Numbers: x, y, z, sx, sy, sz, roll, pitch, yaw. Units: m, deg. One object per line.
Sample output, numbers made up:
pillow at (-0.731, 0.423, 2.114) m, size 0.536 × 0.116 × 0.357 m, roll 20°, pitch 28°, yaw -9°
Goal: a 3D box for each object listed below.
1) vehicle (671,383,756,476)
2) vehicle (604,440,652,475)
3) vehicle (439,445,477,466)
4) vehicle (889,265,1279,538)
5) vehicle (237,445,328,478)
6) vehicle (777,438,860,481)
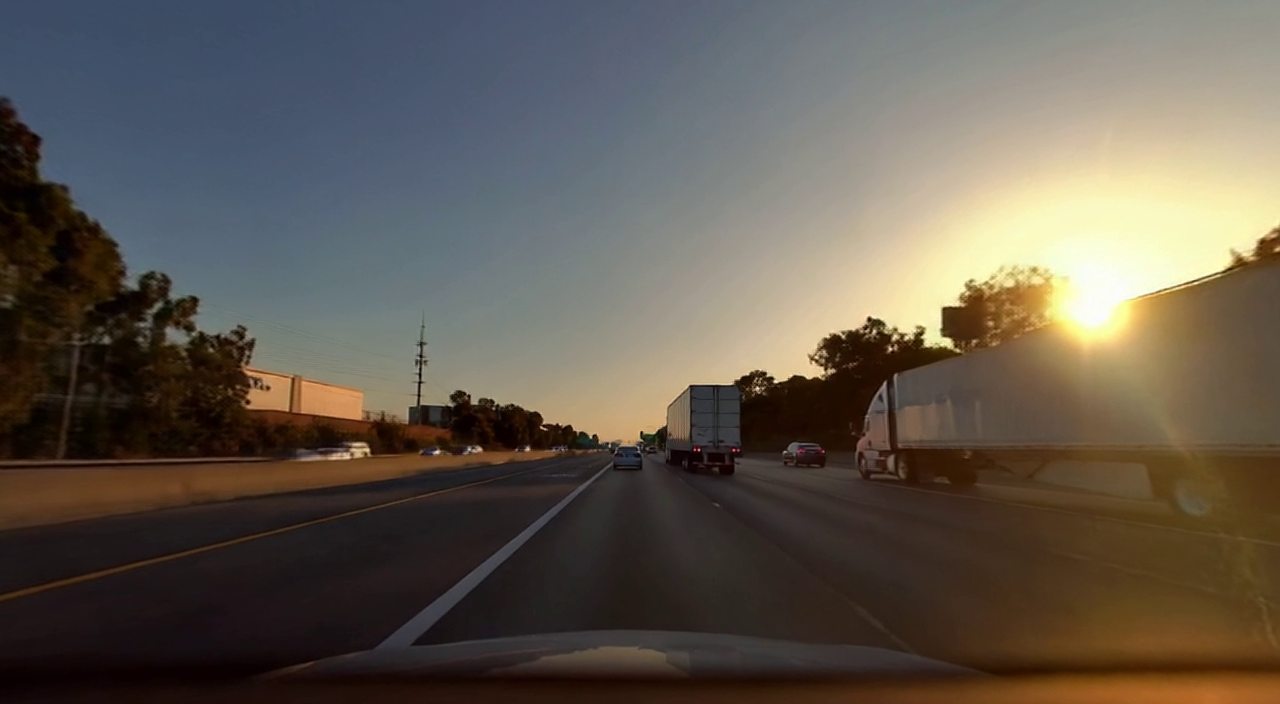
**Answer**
vehicle at (3.505, 4.211, 33.425) m, size 2.999 × 4.127 × 10.526 m, roll 0°, pitch -9°, yaw -1°
vehicle at (-0.565, 5.086, 30.628) m, size 2.163 × 1.551 × 4.180 m, roll 0°, pitch -9°, yaw -1°
vehicle at (-12.936, 7.352, 44.989) m, size 1.595 × 1.414 × 3.486 m, roll 0°, pitch -9°, yaw 1°
vehicle at (11.308, 1.712, 15.995) m, size 2.898 × 4.171 × 17.188 m, roll 0°, pitch -9°, yaw 0°
vehicle at (-16.969, 5.202, 30.257) m, size 1.806 × 1.426 × 4.349 m, roll 0°, pitch -9°, yaw 0°
vehicle at (7.394, 4.515, 26.704) m, size 2.154 × 1.658 × 4.347 m, roll 0°, pitch -9°, yaw -1°
